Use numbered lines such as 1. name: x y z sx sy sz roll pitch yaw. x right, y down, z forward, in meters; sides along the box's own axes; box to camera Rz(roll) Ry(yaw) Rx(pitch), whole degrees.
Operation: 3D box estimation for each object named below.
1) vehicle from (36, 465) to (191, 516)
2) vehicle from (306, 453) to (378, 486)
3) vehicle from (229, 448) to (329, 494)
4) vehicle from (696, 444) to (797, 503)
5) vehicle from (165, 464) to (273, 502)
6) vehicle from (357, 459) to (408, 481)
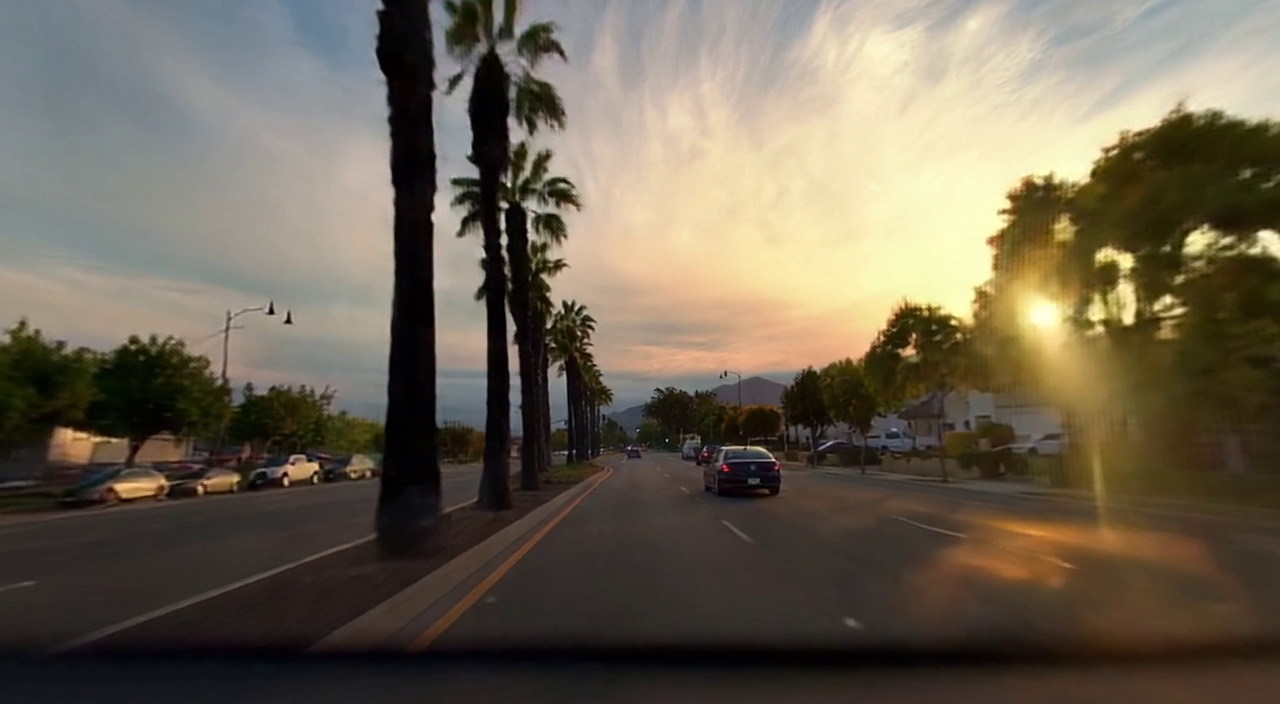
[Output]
1. vehicle: -18.969 4.977 23.089 1.811 1.539 4.560 0 -9 -2
2. vehicle: -19.216 7.583 41.078 2.056 1.946 5.498 0 -9 -1
3. vehicle: -19.288 6.342 34.112 2.344 2.232 5.170 0 -9 0
4. vehicle: 2.918 3.443 18.396 1.989 1.492 4.689 0 -9 -2
5. vehicle: -18.838 5.861 28.583 1.828 1.472 4.464 0 -9 0
6. vehicle: -19.180 8.800 47.336 1.836 1.476 4.950 0 -9 -1
